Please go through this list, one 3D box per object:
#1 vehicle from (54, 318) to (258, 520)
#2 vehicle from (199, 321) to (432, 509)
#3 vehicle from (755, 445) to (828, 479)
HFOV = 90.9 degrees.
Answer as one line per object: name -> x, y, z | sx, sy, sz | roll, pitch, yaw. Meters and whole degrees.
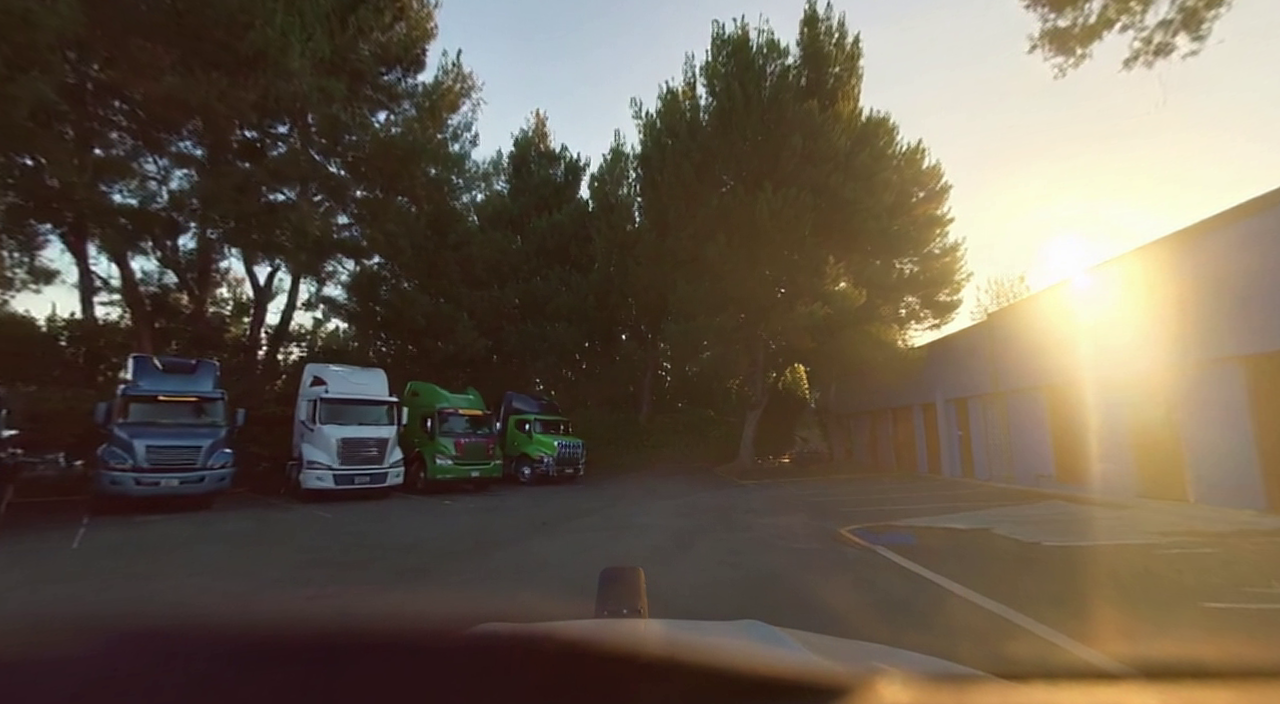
vehicle -> -13.678, 2.083, 17.329 | 3.038, 3.871, 11.512 | 7, -12, -41
vehicle -> -10.345, 2.171, 18.984 | 2.948, 4.069, 11.906 | 8, -12, -42
vehicle -> 7.312, 5.237, 30.264 | 1.809, 1.506, 3.473 | -9, -12, 44
